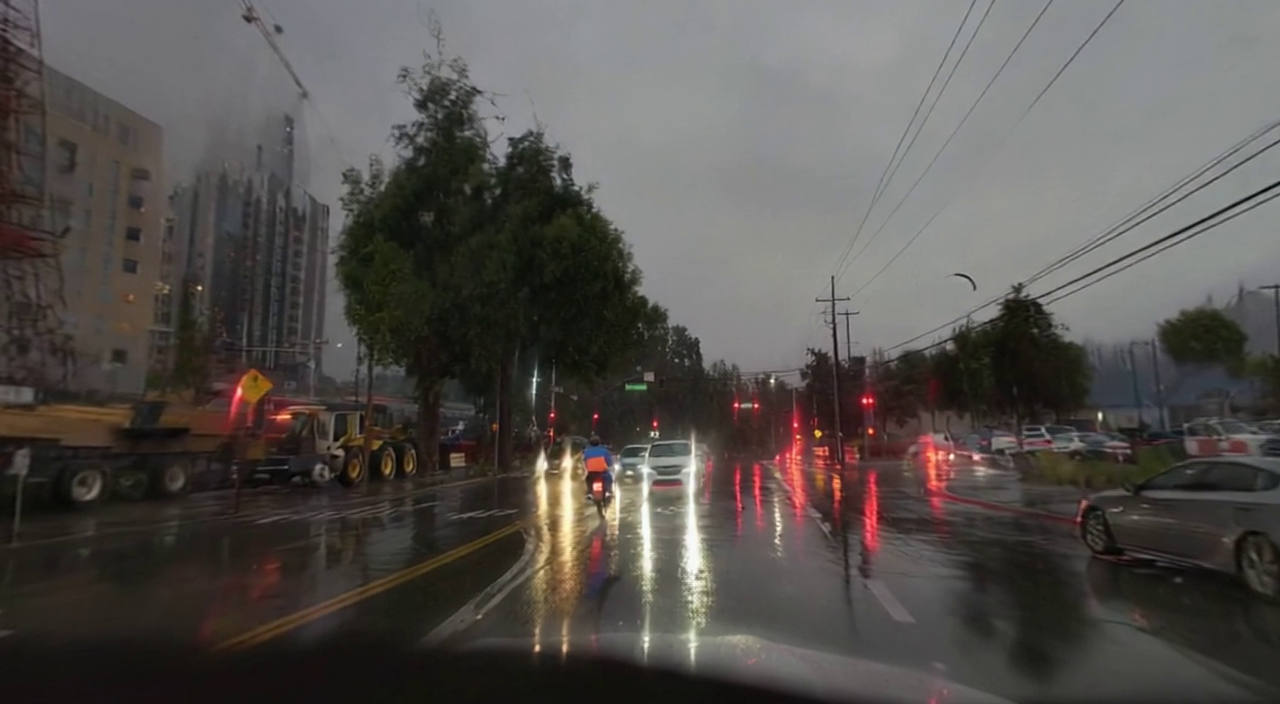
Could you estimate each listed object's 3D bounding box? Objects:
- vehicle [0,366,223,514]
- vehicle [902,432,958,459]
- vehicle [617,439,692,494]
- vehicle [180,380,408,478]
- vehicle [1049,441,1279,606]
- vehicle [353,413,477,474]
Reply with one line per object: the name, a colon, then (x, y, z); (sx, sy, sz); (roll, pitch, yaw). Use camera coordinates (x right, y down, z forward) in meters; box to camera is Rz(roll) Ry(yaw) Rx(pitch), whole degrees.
vehicle: (-15.106, 2.176, 15.476); (2.990, 3.144, 9.080); (-1, -8, 5)
vehicle: (20.008, 6.508, 43.841); (1.918, 1.732, 4.650); (-1, -8, 4)
vehicle: (0.587, 3.706, 20.856); (1.925, 1.602, 4.090); (-2, -9, 9)
vehicle: (-13.742, 3.334, 26.712); (2.996, 3.170, 10.153); (-5, -8, 7)
vehicle: (6.819, 1.713, 6.914); (1.973, 1.457, 4.522); (-1, -8, 6)
vehicle: (-13.074, 5.248, 38.198); (2.970, 2.938, 11.622); (-3, -5, 2)
